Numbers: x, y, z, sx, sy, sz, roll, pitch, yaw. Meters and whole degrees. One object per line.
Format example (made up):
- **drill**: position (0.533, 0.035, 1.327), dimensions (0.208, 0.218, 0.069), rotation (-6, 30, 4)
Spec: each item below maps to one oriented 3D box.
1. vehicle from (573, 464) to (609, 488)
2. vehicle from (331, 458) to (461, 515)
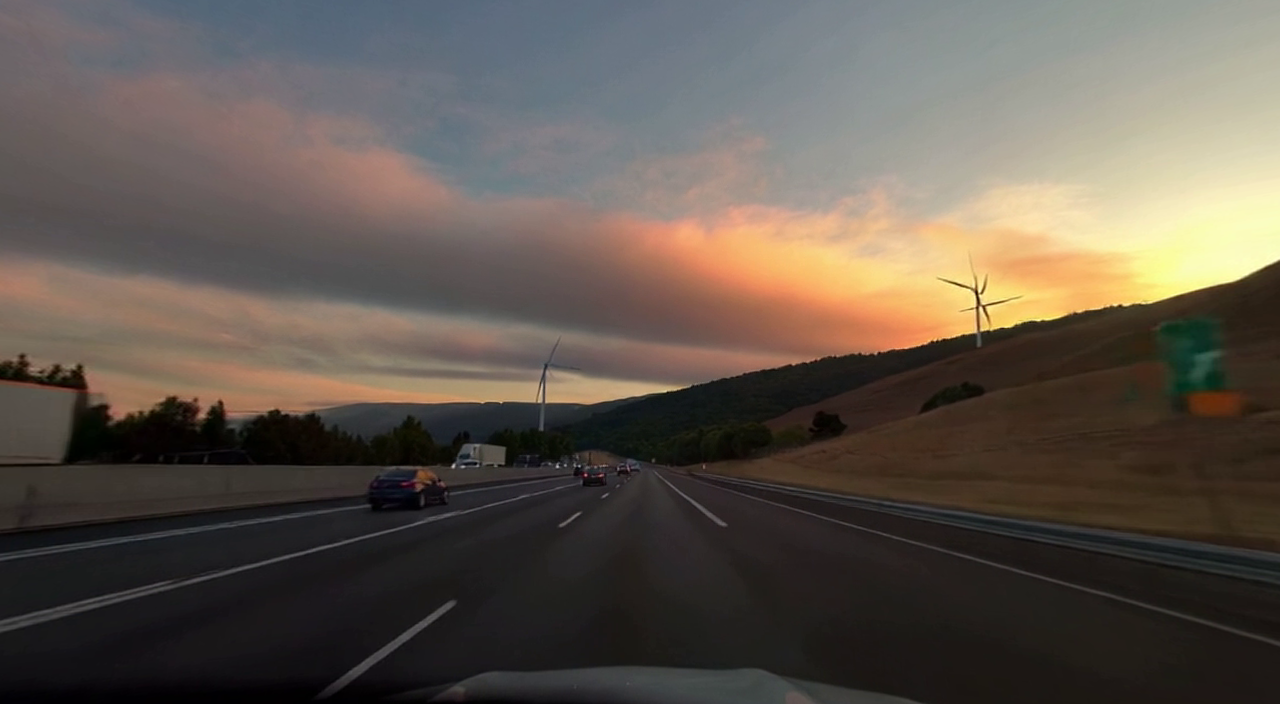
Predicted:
- **vehicle**: position (-3.332, 8.614, 43.925), dimensions (2.039, 1.505, 4.843), rotation (1, -10, 1)
- **vehicle**: position (-7.144, 3.985, 19.051), dimensions (1.956, 1.451, 4.674), rotation (1, -10, 1)
